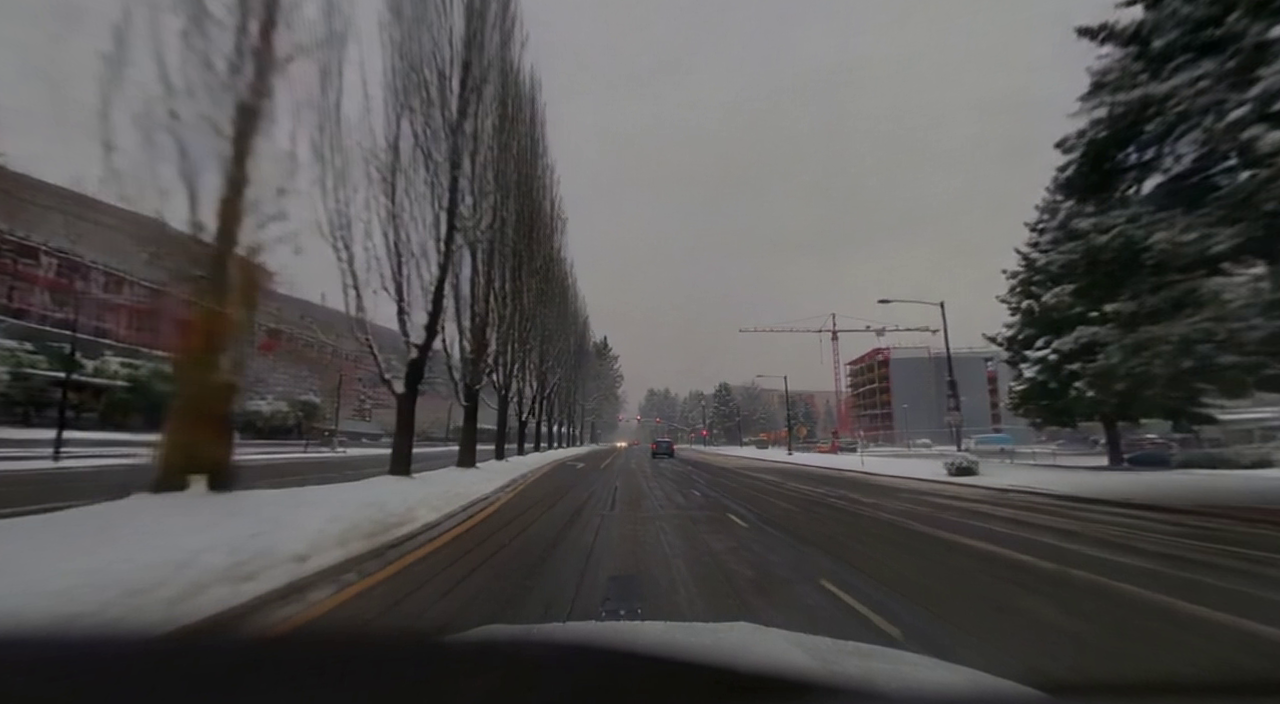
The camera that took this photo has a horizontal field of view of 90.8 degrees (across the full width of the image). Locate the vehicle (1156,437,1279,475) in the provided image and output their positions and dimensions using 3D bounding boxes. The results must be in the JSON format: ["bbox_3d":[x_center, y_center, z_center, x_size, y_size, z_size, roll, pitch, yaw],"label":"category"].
[{"bbox_3d":[32.993,5.780,35.721,2.283,1.875,6.308,-1,-8,0],"label":"vehicle"}]
